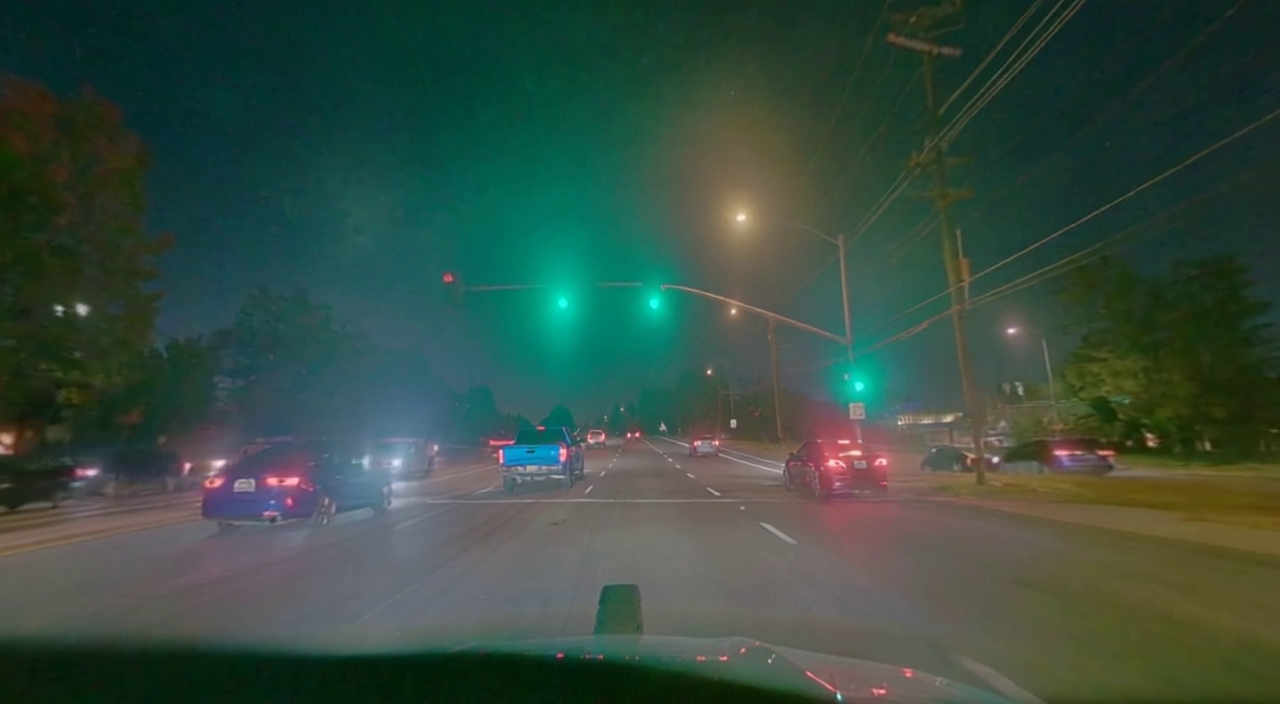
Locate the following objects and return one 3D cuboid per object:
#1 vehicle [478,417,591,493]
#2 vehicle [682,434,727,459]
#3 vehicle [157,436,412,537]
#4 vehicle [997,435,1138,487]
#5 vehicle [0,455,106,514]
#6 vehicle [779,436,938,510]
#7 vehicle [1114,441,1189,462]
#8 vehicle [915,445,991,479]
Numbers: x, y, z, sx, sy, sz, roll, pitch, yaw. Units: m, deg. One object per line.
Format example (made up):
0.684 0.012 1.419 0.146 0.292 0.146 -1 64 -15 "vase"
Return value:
-3.031 3.174 19.796 2.467 1.991 6.089 0 -8 0 "vehicle"
3.895 5.787 38.742 2.071 1.435 4.226 0 -8 -3 "vehicle"
-6.262 2.394 11.986 2.035 1.497 4.723 0 -8 1 "vehicle"
16.531 4.228 24.831 2.044 1.812 4.935 0 -8 0 "vehicle"
-17.688 3.658 17.555 1.845 1.465 4.424 0 -8 0 "vehicle"
4.810 2.717 14.765 1.840 1.428 4.602 0 -8 -3 "vehicle"
35.972 7.014 44.483 3.611 1.424 1.746 -1 -8 2 "vehicle"
16.677 5.855 33.966 2.002 1.681 4.507 -1 -8 4 "vehicle"
